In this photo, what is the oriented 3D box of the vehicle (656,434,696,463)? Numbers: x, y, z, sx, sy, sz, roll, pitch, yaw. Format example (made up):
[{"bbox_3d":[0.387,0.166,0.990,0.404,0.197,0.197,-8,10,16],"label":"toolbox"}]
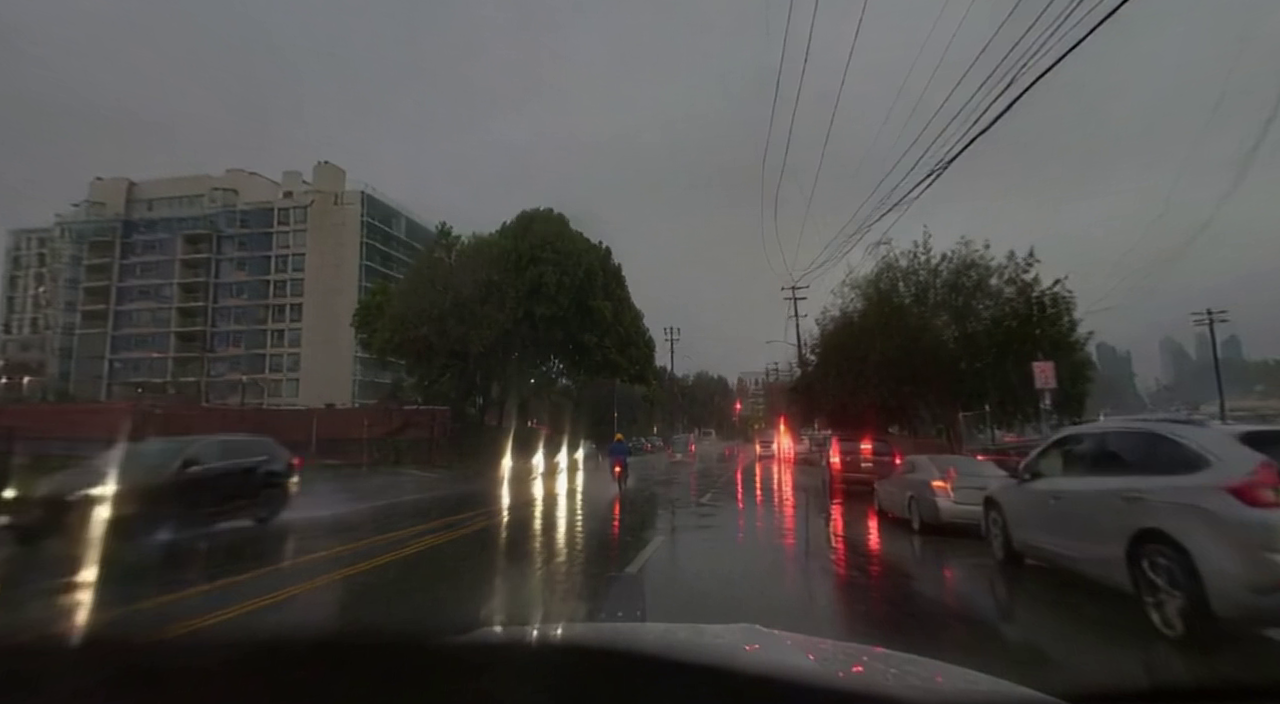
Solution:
[{"bbox_3d":[2.625,6.828,44.757,2.295,1.929,5.498,-1,-8,9],"label":"vehicle"}]

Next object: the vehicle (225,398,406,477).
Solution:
[{"bbox_3d":[-14.763,4.101,30.016,2.990,3.144,9.080,-1,-8,6],"label":"vehicle"}]

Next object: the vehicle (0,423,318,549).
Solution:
[{"bbox_3d":[-8.209,2.254,11.431,2.053,1.771,4.684,0,-8,3],"label":"vehicle"}]

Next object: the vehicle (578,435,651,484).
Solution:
[{"bbox_3d":[-0.805,3.852,23.011,1.925,1.602,4.090,-1,-8,8],"label":"vehicle"}]

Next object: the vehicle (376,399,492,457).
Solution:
[{"bbox_3d":[-13.080,5.107,41.399,2.996,3.170,10.153,-4,-9,8],"label":"vehicle"}]

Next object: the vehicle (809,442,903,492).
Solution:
[{"bbox_3d":[6.987,3.720,20.925,1.973,1.457,4.522,-1,-8,7],"label":"vehicle"}]

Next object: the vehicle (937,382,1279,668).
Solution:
[{"bbox_3d":[5.360,1.477,6.637,2.387,1.820,5.286,-1,-8,6],"label":"vehicle"}]

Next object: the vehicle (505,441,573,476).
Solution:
[{"bbox_3d":[-4.697,5.046,30.157,2.105,1.509,4.753,-1,-9,4],"label":"vehicle"}]
